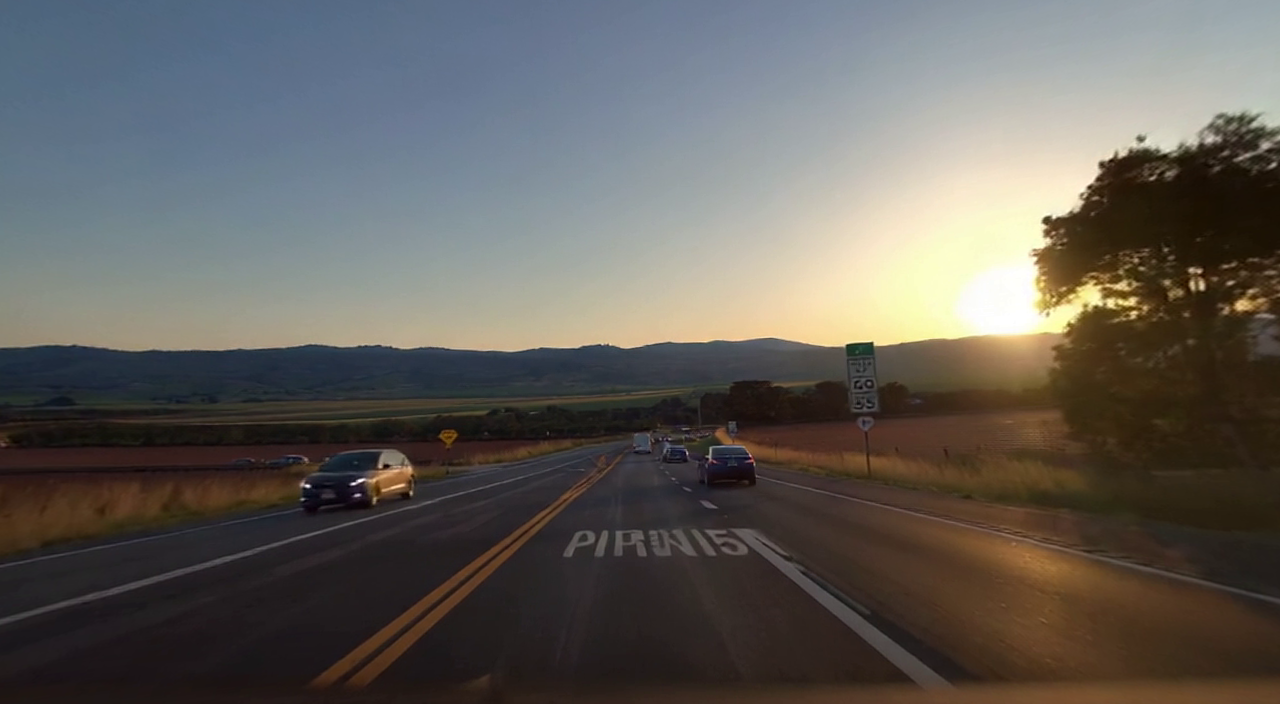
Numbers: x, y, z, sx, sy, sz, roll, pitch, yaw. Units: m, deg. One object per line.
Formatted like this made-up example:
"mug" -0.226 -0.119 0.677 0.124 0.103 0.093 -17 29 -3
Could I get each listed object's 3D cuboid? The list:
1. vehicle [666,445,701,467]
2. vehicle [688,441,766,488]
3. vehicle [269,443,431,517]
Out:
"vehicle" 3.050 7.451 45.430 2.048 1.468 4.490 0 -8 -2
"vehicle" 3.048 4.053 23.057 2.026 1.531 4.273 0 -8 -3
"vehicle" -7.804 3.457 17.681 2.168 1.748 4.811 0 -8 1
